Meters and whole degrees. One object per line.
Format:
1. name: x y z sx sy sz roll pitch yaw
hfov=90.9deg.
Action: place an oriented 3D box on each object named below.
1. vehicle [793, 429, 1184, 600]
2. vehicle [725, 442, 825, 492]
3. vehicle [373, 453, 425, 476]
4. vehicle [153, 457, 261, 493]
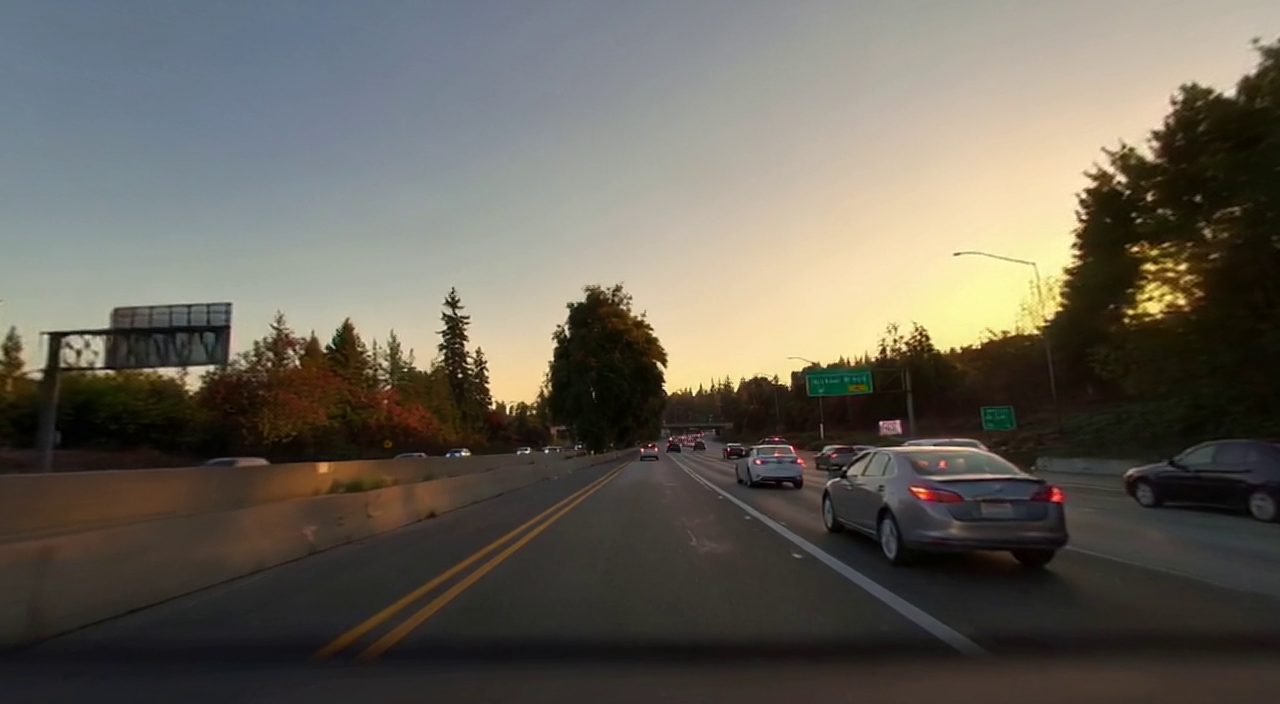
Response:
1. vehicle: 3.619 1.768 7.901 2.198 1.467 4.675 0 -8 -1
2. vehicle: 4.342 3.792 21.303 2.223 1.483 5.075 0 -8 -1
3. vehicle: -16.617 7.746 43.704 1.839 1.442 4.392 0 -8 0
4. vehicle: -20.380 5.794 29.941 1.849 1.463 4.477 0 -8 2
